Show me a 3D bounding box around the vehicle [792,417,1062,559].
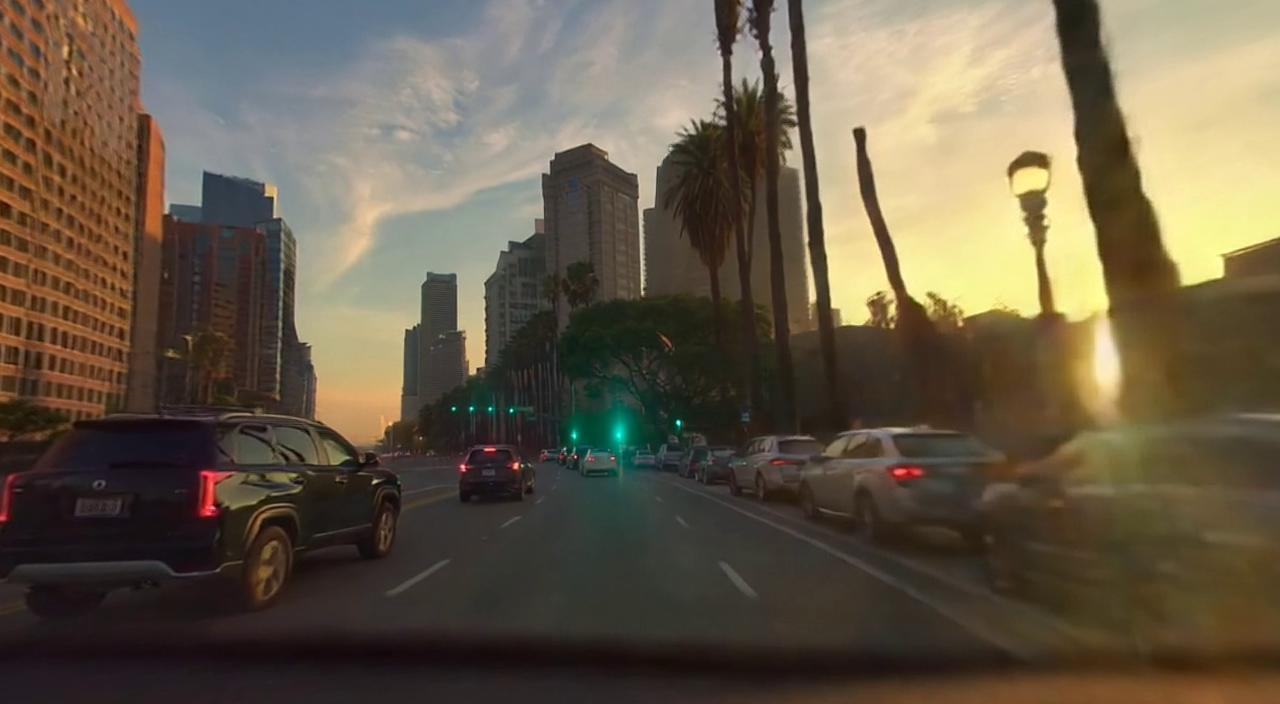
[{"bbox_3d":[3.982,1.978,9.888,1.895,1.663,4.732,0,-9,-1],"label":"vehicle"}]

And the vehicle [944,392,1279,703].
[{"bbox_3d":[4.091,1.155,4.147,1.773,1.584,4.553,0,-9,-2],"label":"vehicle"}]

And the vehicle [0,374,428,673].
[{"bbox_3d":[-3.669,1.357,5.982,1.800,1.797,4.224,0,-9,0],"label":"vehicle"}]

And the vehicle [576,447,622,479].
[{"bbox_3d":[-2.128,5.563,31.770,2.036,1.461,3.890,1,-9,-7],"label":"vehicle"}]

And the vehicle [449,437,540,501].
[{"bbox_3d":[-4.352,3.556,19.548,2.014,1.740,4.392,0,-9,-3],"label":"vehicle"}]
